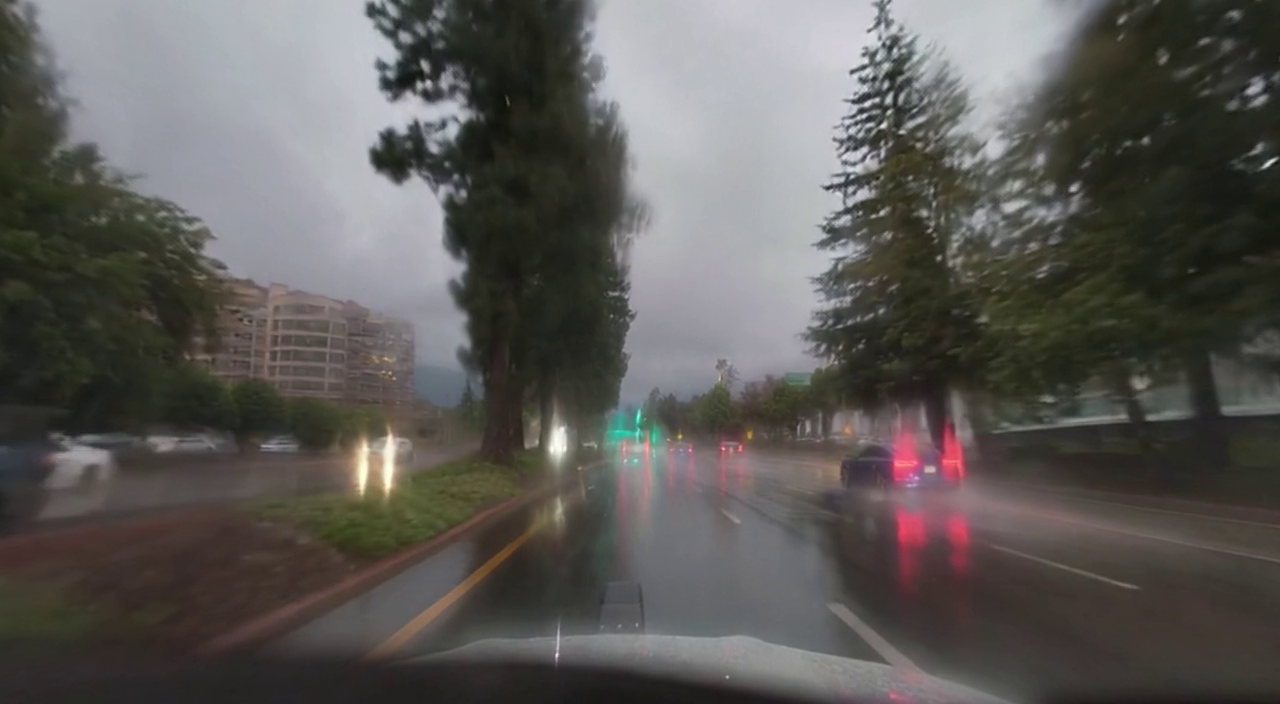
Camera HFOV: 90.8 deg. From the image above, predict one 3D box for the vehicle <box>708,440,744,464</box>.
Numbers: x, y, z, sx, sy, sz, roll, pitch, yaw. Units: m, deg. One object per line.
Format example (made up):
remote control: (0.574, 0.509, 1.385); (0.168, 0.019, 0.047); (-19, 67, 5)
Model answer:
vehicle: (6.186, 7.243, 45.957); (1.931, 1.685, 4.054); (1, -8, -2)

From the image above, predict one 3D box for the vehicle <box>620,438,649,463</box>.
vehicle: (-0.433, 7.500, 48.350); (2.146, 1.800, 4.042); (1, -8, -1)

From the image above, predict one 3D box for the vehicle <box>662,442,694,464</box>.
vehicle: (2.811, 7.496, 47.138); (1.930, 1.483, 4.471); (1, -8, -2)

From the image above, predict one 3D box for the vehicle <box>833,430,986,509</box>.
vehicle: (6.749, 2.969, 16.459); (1.987, 1.730, 4.373); (1, -8, -1)

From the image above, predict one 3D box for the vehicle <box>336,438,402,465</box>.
vehicle: (-17.676, 6.507, 41.477); (2.005, 1.628, 4.940); (0, -8, 1)
